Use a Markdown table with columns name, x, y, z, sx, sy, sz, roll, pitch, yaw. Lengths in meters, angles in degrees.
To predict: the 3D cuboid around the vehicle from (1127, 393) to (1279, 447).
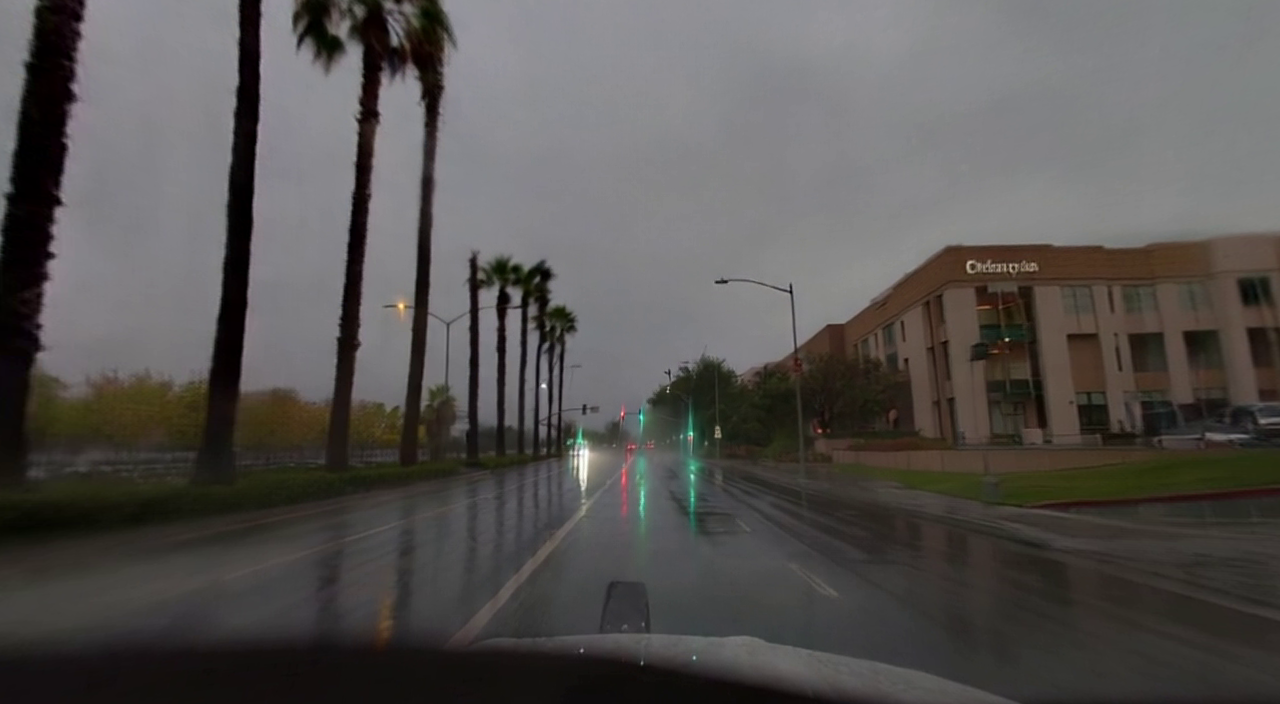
| name | x | y | z | sx | sy | sz | roll | pitch | yaw |
| --- | --- | --- | --- | --- | --- | --- | --- | --- | --- |
| vehicle | 21.888 | 2.668 | 23.915 | 2.222 | 1.818 | 5.099 | 1 | -9 | -9 |
